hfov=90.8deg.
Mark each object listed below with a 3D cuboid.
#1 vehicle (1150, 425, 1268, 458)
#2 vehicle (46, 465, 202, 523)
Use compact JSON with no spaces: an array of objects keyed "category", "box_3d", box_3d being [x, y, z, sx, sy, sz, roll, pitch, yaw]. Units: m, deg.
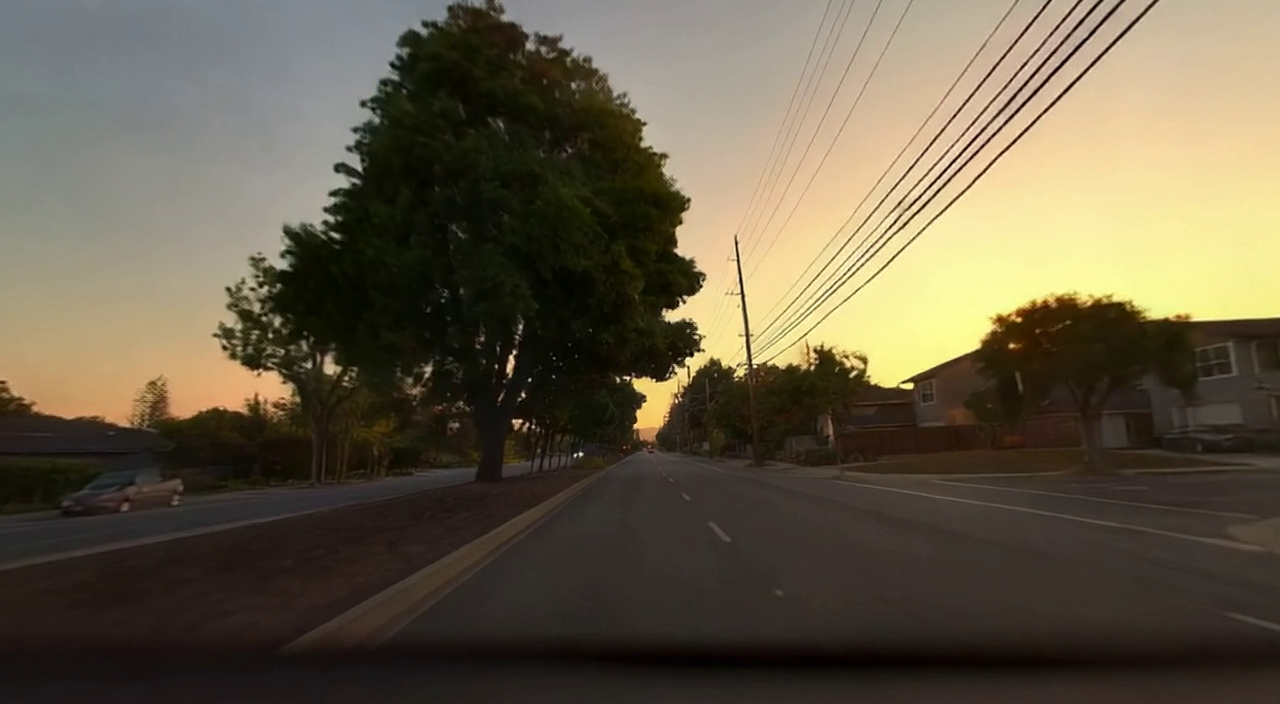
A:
[{"category":"vehicle","box_3d":[30.305,4.780,33.747,4.300,1.684,1.904,-1,-8,3]},{"category":"vehicle","box_3d":[-18.958,5.194,23.555,1.955,1.584,4.664,-6,-9,0]}]
